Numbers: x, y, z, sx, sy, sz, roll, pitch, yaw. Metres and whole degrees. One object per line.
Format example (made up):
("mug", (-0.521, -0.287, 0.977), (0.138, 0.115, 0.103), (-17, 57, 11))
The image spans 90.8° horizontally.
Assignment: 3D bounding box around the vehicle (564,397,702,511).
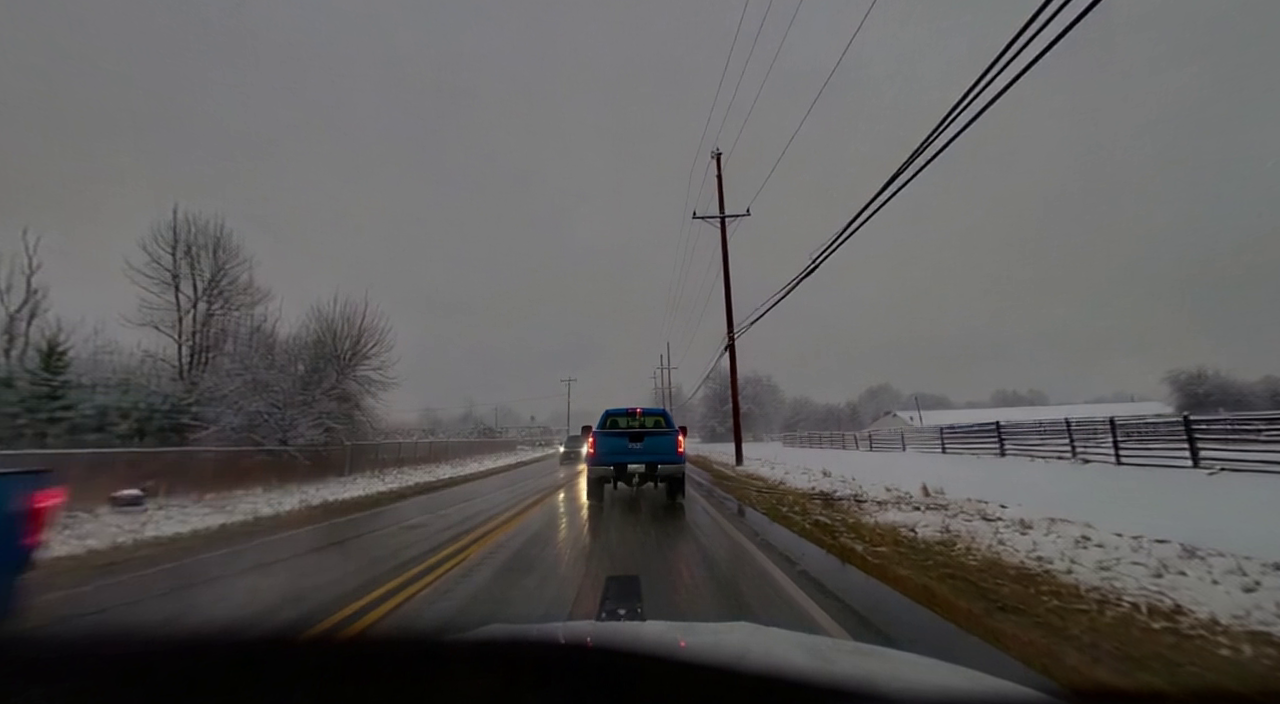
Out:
("vehicle", (-0.196, 2.431, 15.425), (2.693, 2.223, 5.885), (0, -9, -1))
